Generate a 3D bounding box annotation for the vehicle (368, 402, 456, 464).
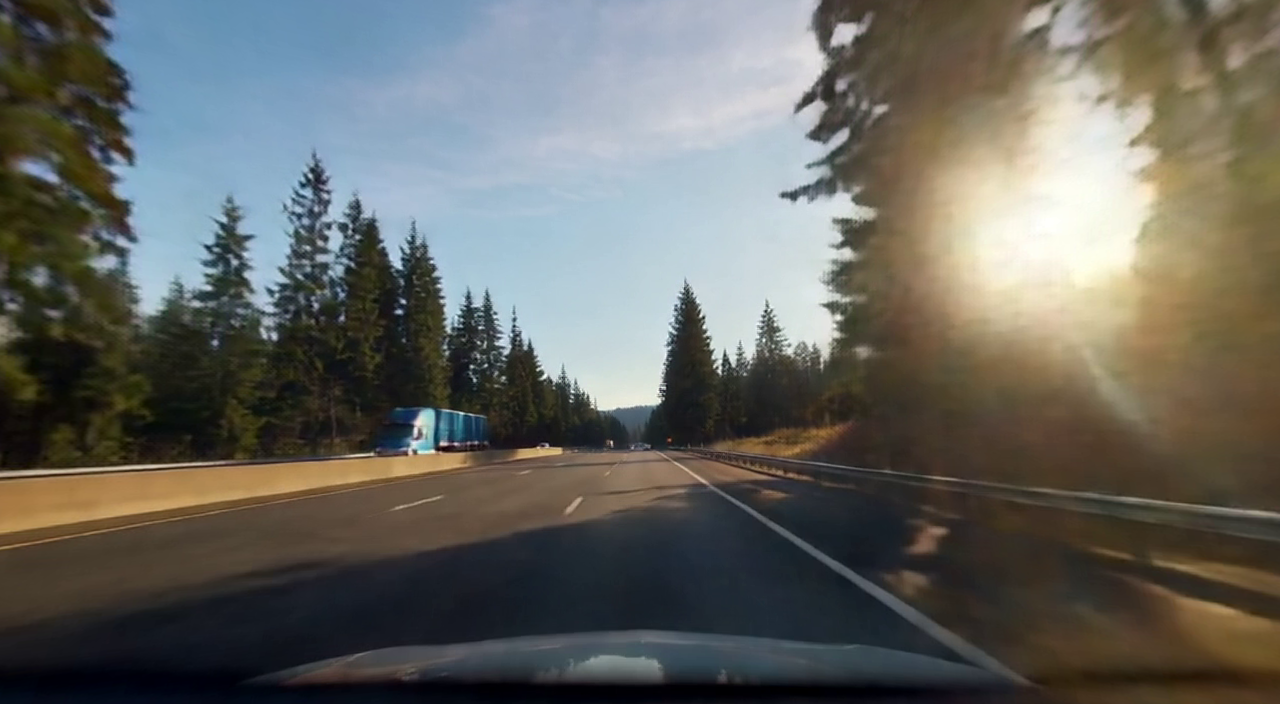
[{"bbox_3d":[-17.106,6.224,48.112,3.317,4.278,8.478,0,-8,1],"label":"vehicle"}]
